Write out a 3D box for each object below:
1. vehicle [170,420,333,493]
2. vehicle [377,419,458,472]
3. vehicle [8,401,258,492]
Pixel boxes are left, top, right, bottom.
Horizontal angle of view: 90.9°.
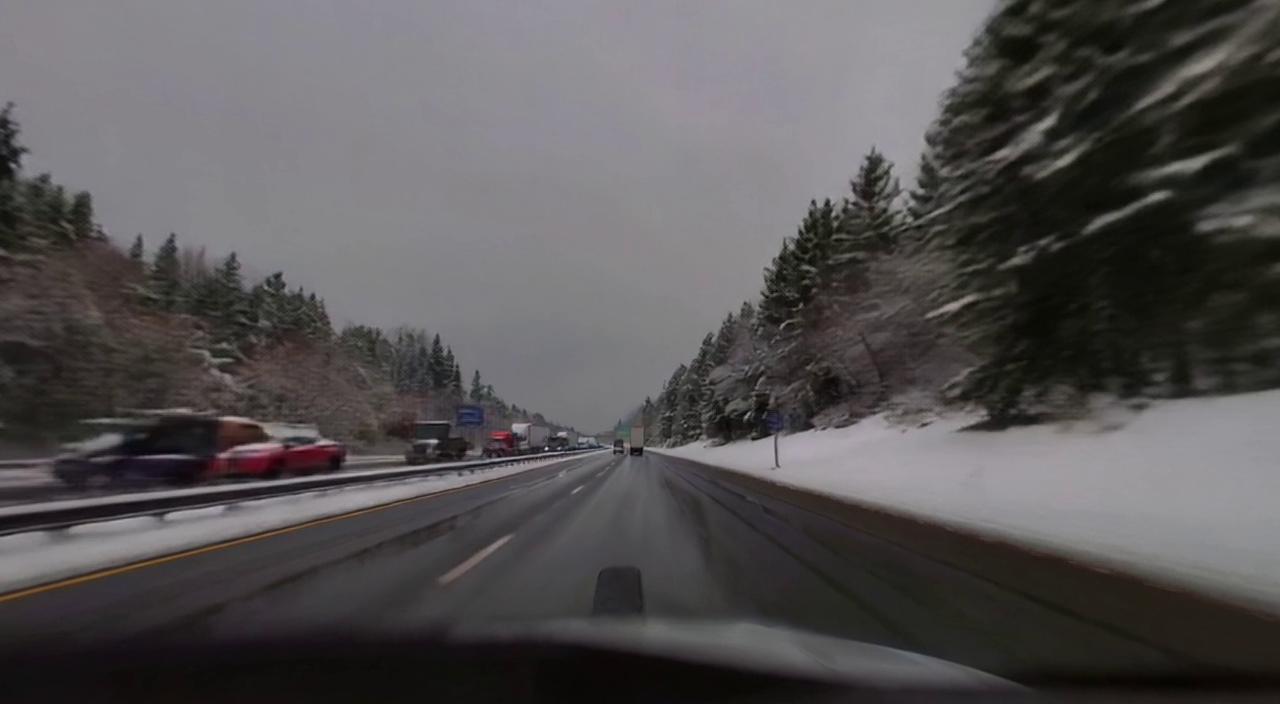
[{"bbox_3d":[-12.274,3.361,20.444,2.164,2.078,4.841,0,-9,0],"label":"vehicle"},{"bbox_3d":[-12.888,5.511,37.059,2.518,2.799,5.948,0,-9,0],"label":"vehicle"},{"bbox_3d":[-16.880,3.313,21.947,2.499,2.572,7.618,1,-9,-2],"label":"vehicle"}]
